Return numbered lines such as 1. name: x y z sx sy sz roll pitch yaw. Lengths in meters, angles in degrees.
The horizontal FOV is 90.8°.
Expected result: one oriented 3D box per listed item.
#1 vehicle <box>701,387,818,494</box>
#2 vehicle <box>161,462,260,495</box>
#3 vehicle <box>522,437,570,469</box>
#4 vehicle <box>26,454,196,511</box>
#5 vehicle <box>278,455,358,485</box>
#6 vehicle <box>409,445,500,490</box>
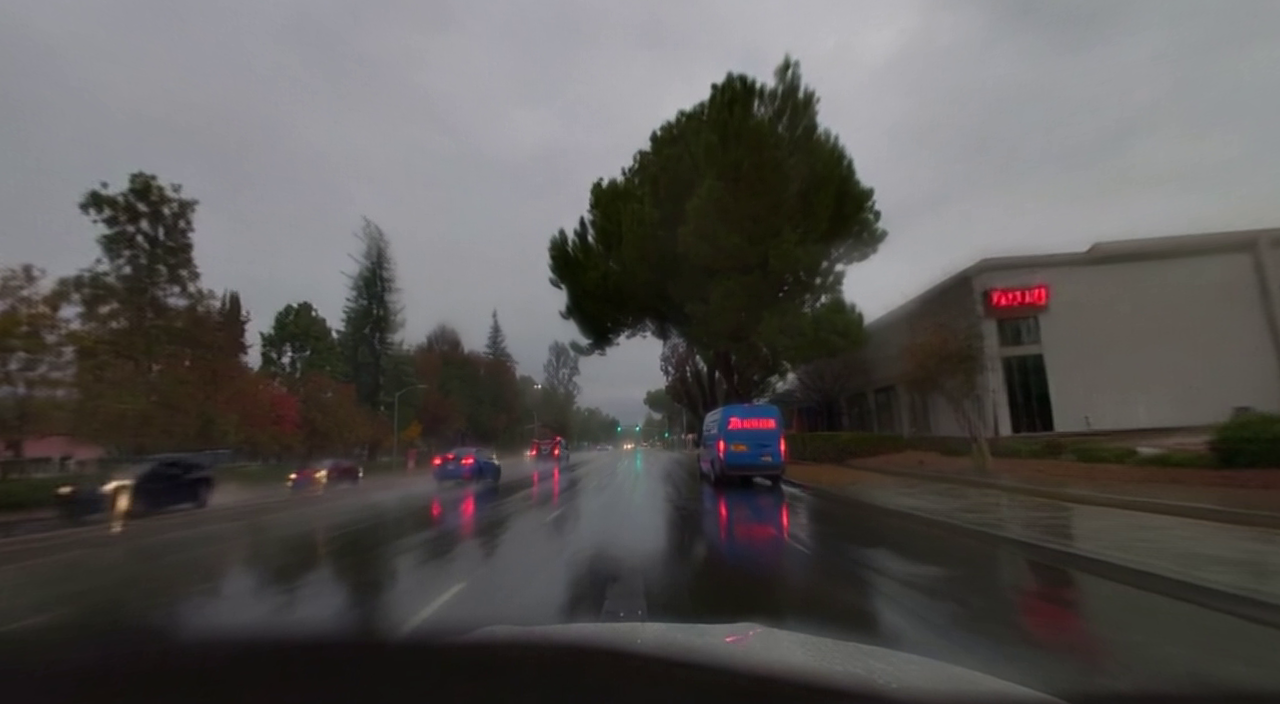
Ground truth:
1. vehicle: 3.640 2.900 20.440 2.791 3.026 4.668 0 -9 0
2. vehicle: -21.697 6.374 32.155 1.832 1.443 4.614 0 -9 -1
3. vehicle: -6.343 6.914 43.426 2.332 2.039 5.678 -1 -9 1
4. vehicle: -17.875 4.375 21.726 1.945 1.702 4.438 -1 -9 0
5. vehicle: -18.019 6.584 35.611 1.974 1.525 4.738 0 -9 0
6. vehicle: -6.653 4.201 23.223 1.970 1.456 4.441 0 -9 1
